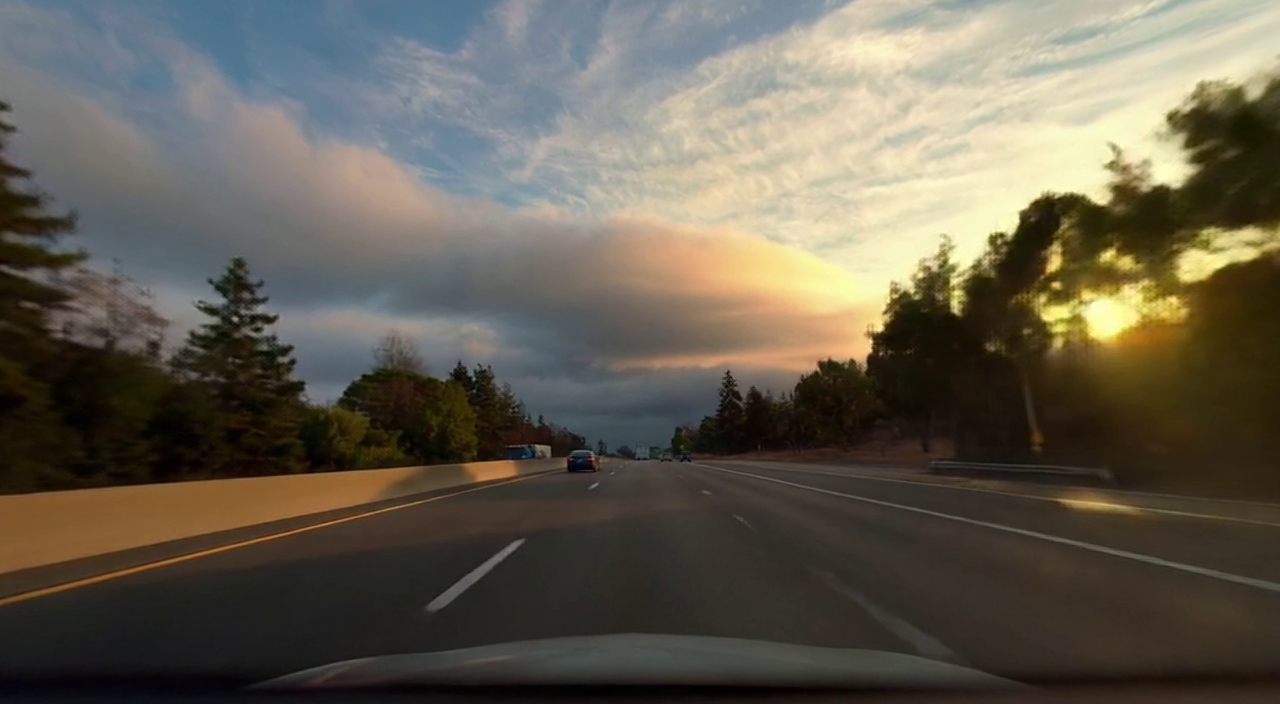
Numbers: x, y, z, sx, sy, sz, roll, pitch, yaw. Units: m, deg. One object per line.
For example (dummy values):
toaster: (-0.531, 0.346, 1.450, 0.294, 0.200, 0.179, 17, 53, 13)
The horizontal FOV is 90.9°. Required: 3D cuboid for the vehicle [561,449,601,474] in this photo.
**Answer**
vehicle: (-3.784, 7.213, 41.639, 2.128, 1.521, 5.409, 0, -9, 0)
